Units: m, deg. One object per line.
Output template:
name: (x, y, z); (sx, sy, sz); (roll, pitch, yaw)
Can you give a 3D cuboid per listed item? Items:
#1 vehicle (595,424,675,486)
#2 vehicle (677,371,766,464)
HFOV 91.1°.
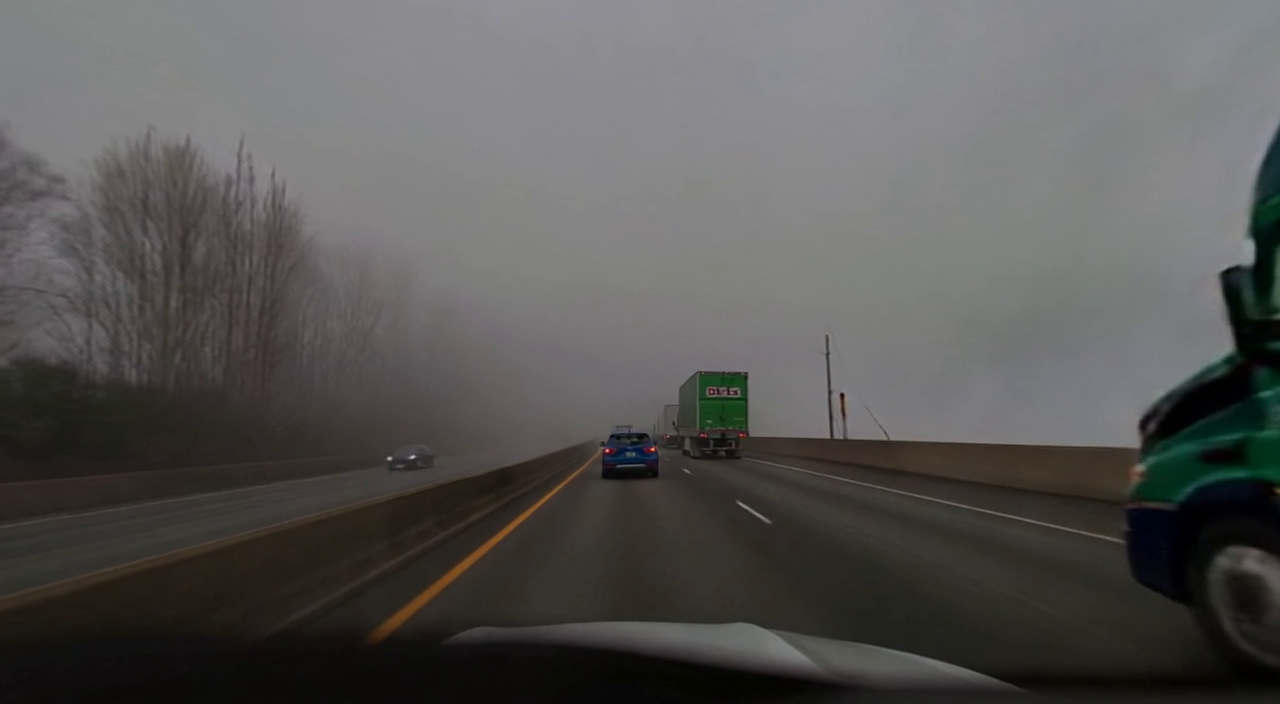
vehicle: (-0.201, 2.938, 18.324); (2.062, 1.581, 3.914); (0, -8, -2)
vehicle: (3.650, 3.323, 30.773); (2.835, 3.872, 8.916); (0, -8, -2)
